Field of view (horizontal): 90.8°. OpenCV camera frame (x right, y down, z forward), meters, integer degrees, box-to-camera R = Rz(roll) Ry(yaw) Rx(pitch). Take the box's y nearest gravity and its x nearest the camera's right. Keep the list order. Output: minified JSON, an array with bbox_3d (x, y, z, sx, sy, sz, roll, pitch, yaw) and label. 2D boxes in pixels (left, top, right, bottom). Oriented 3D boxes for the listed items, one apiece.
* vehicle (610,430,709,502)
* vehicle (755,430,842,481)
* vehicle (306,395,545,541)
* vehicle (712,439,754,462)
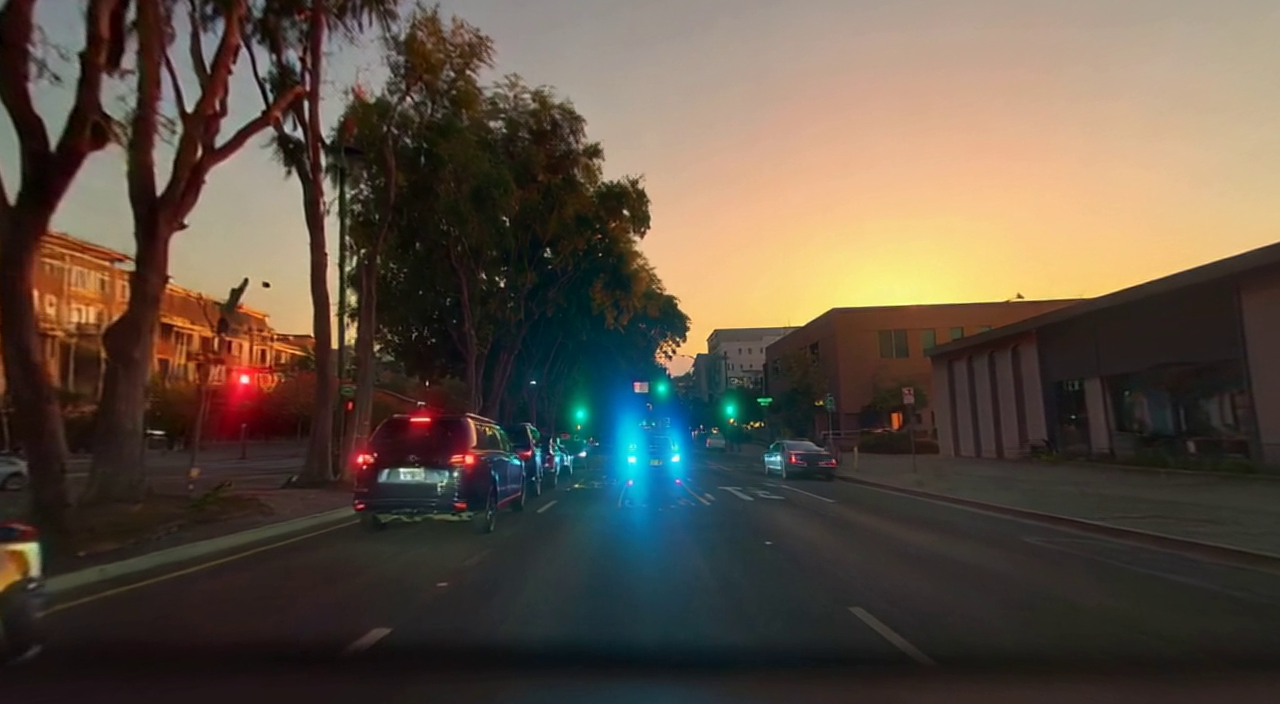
[{"bbox_3d":[0.353,2.859,16.199,2.201,1.589,3.843,0,-9,-3],"label":"vehicle"},{"bbox_3d":[6.418,4.260,26.220,2.300,1.903,4.579,0,-9,-1],"label":"vehicle"},{"bbox_3d":[-3.277,1.928,11.006,2.487,1.978,4.628,0,-9,1],"label":"vehicle"},{"bbox_3d":[6.346,6.810,43.640,1.986,1.477,4.510,0,-9,-2],"label":"vehicle"}]
